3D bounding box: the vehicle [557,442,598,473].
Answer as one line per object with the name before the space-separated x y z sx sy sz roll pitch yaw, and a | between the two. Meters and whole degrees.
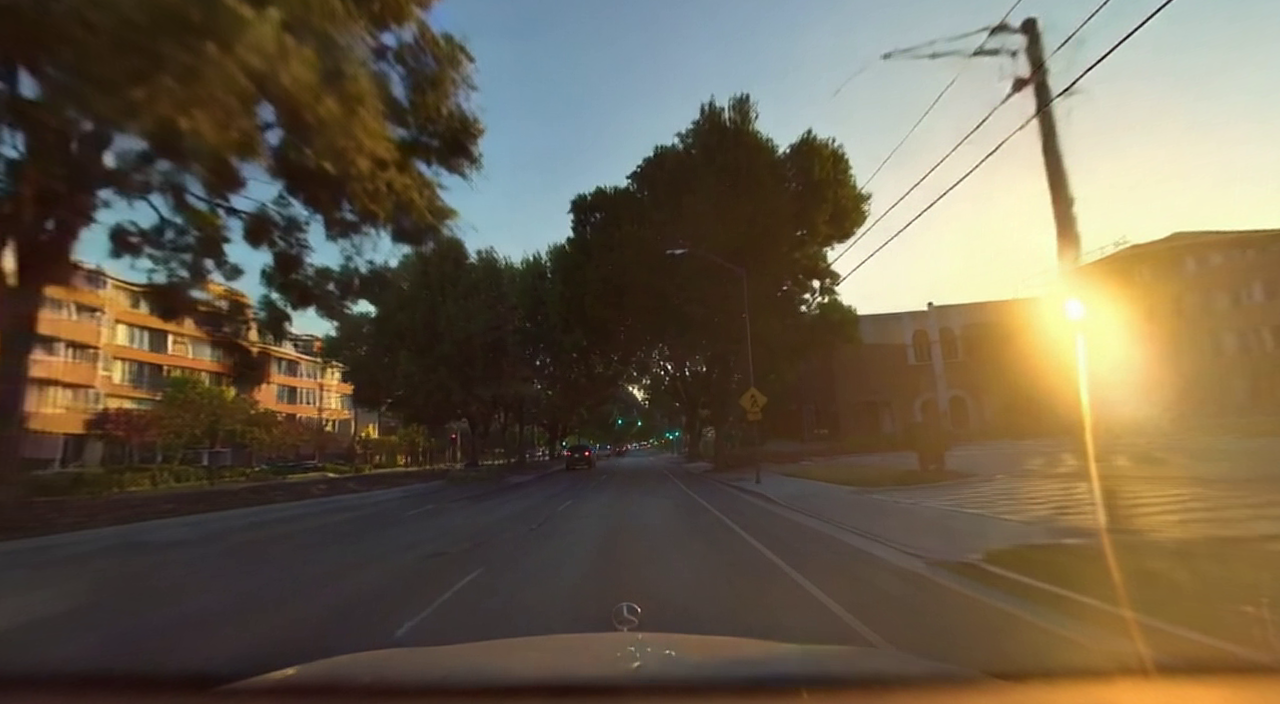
vehicle | -3.607 6.176 37.178 1.959 1.741 4.141 0 -9 1
